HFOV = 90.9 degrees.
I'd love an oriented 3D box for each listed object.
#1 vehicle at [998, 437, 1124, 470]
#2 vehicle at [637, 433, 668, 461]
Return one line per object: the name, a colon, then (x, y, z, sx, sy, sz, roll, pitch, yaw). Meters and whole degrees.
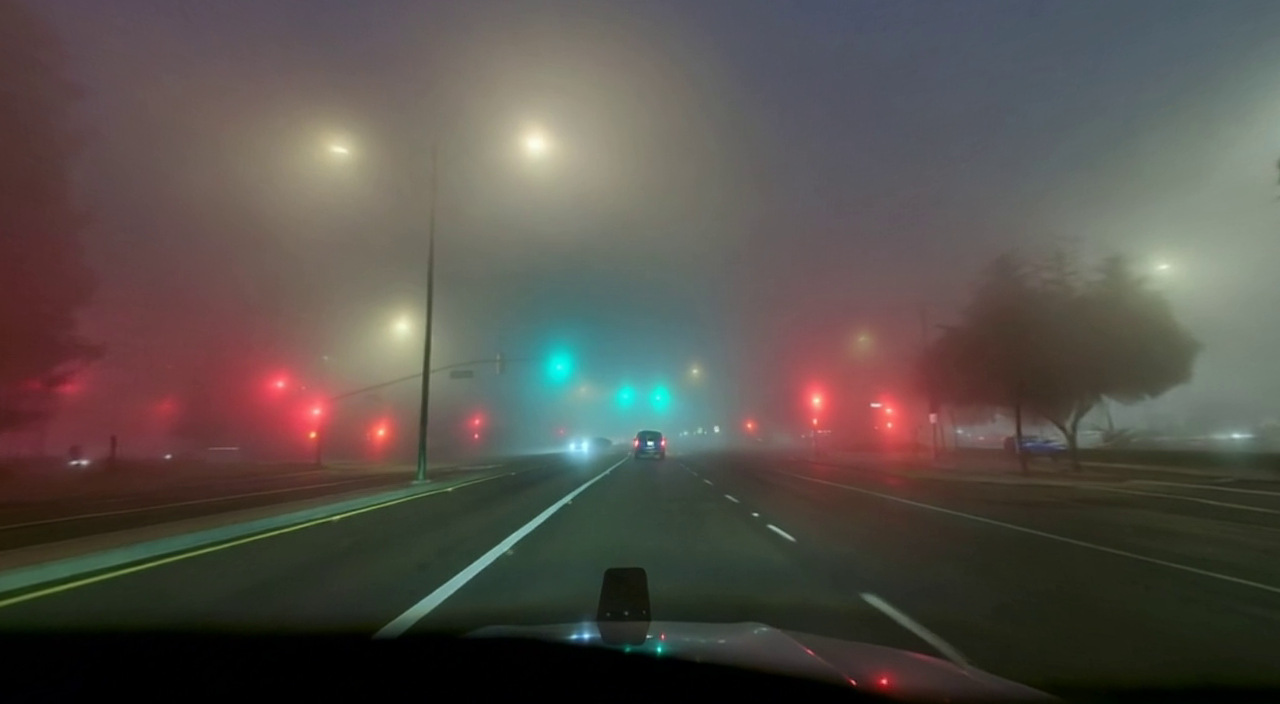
vehicle: (19.854, 4.799, 29.842, 4.479, 1.488, 2.038, 0, -8, 0)
vehicle: (0.824, 6.362, 42.379, 1.994, 1.759, 4.186, 0, -8, 1)
